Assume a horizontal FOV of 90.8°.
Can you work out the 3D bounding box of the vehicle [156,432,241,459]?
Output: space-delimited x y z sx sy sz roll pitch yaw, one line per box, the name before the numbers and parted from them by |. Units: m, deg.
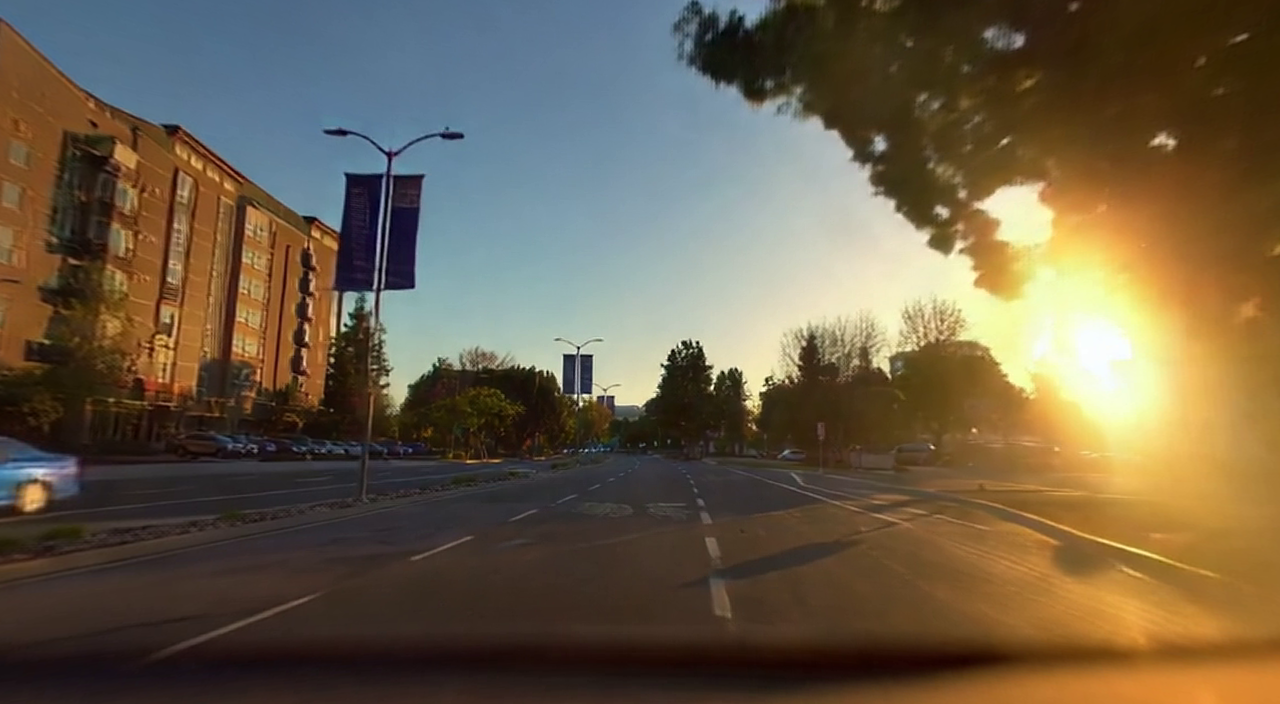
vehicle | -32.893 6.981 47.216 4.579 1.962 2.161 2 -9 -16
